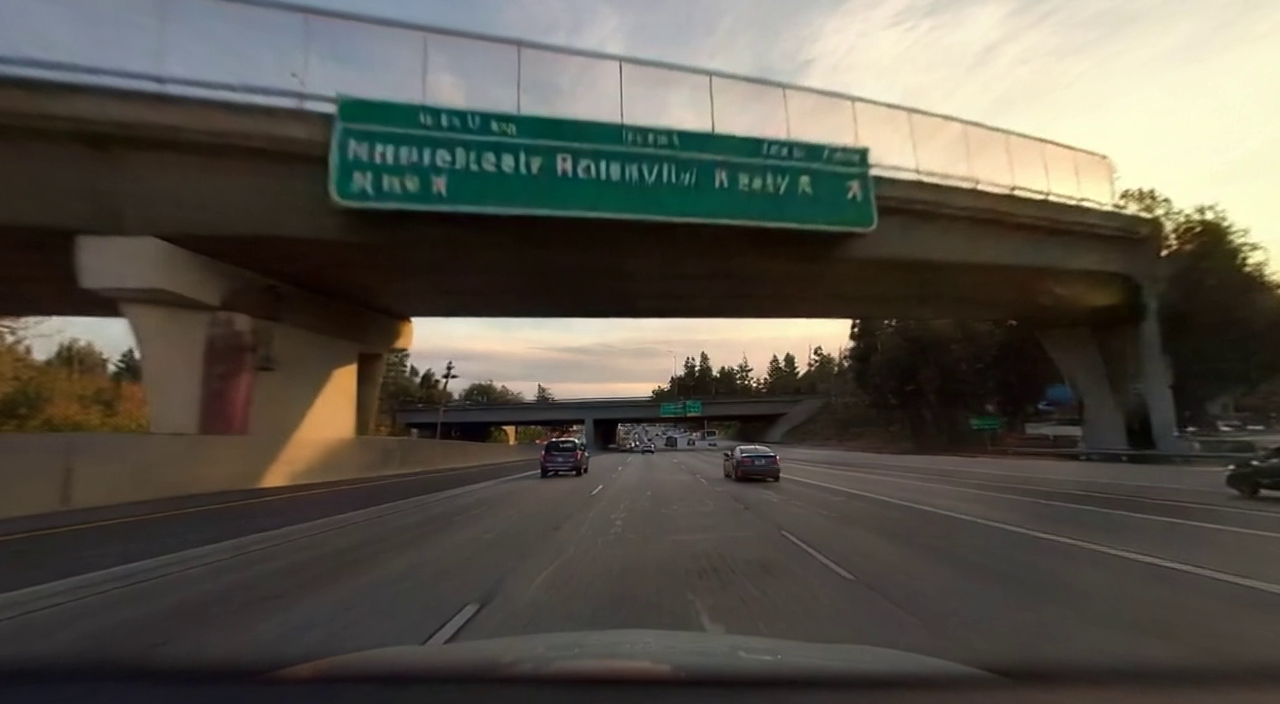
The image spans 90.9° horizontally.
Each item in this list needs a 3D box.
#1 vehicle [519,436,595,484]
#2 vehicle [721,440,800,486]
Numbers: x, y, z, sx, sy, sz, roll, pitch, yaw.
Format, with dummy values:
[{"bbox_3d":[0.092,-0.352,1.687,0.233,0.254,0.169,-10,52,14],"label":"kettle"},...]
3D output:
[{"bbox_3d":[-3.183,4.287,25.387,2.259,1.706,4.924,0,-8,2],"label":"vehicle"},{"bbox_3d":[4.171,3.901,22.537,1.908,1.483,4.259,0,-8,-1],"label":"vehicle"}]
